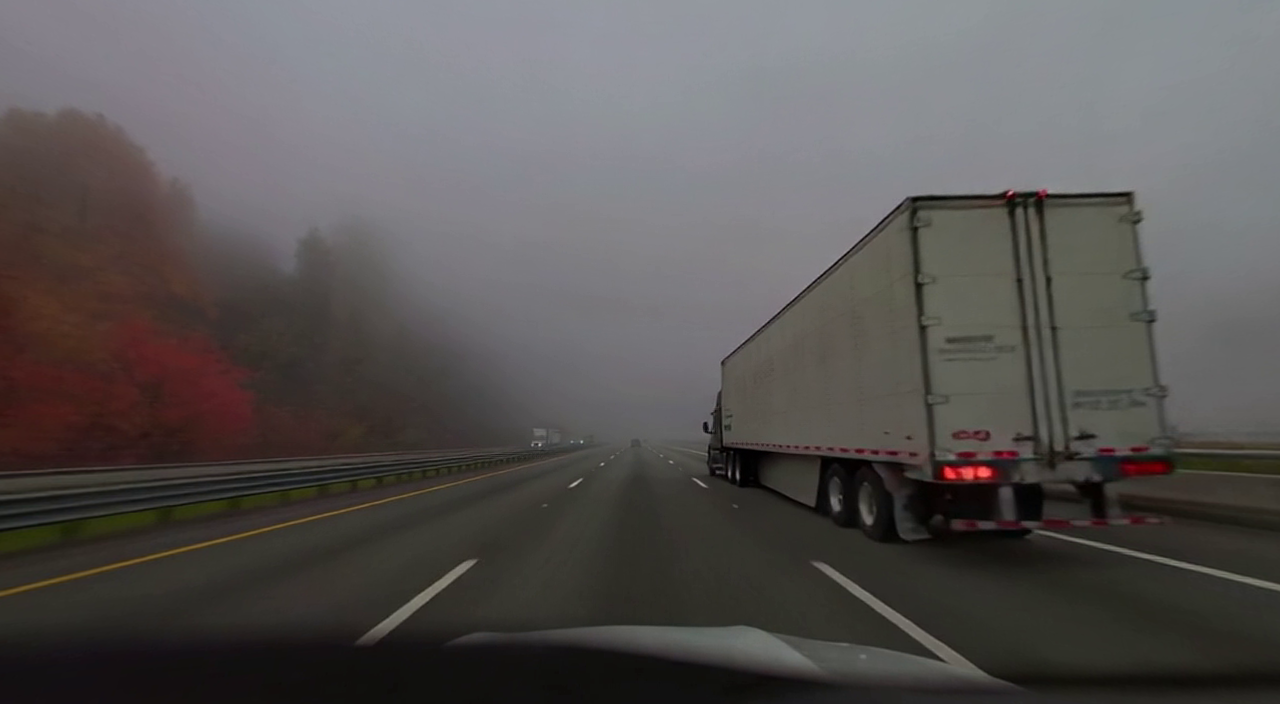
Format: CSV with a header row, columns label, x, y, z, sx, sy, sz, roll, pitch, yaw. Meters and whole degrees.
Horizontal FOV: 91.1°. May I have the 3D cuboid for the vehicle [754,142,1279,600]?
label,x,y,z,sx,sy,sz,roll,pitch,yaw
vehicle,4.357,0.674,9.676,3.348,3.847,8.908,0,-8,-1
